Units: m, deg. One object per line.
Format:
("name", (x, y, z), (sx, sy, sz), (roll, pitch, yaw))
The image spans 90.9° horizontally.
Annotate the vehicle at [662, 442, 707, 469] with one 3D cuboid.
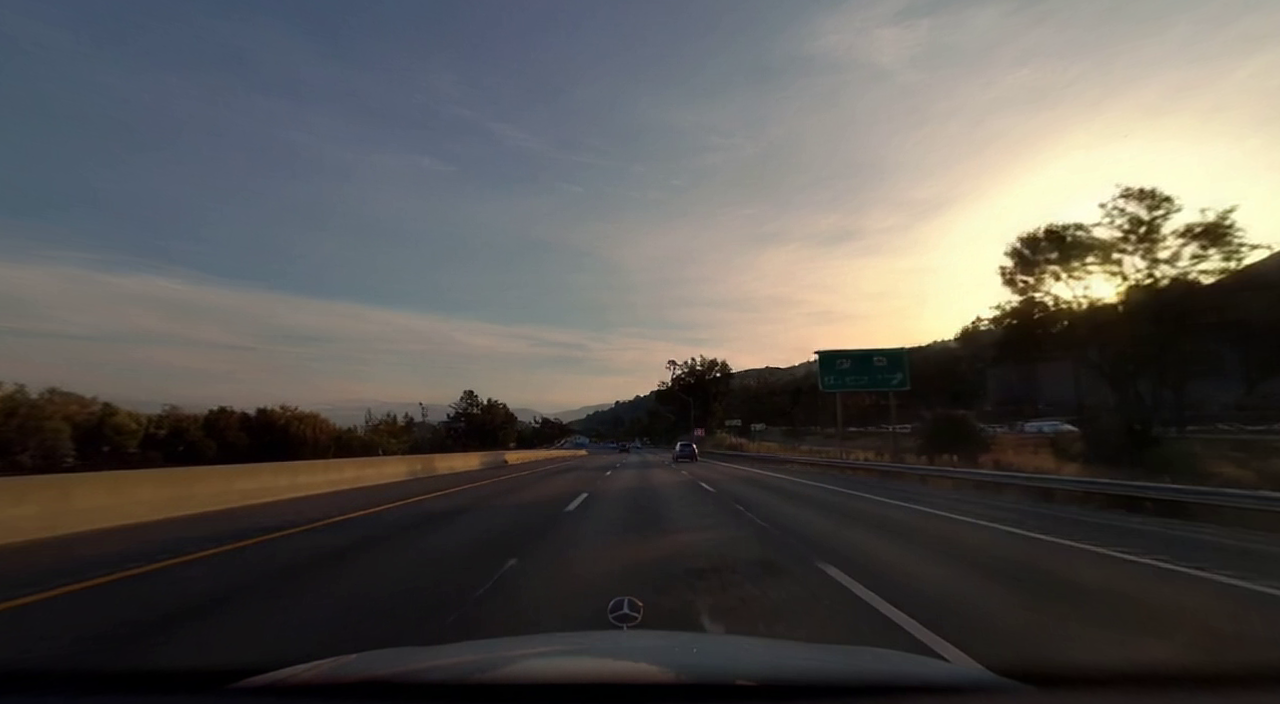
("vehicle", (2.508, 6.029, 36.936), (2.193, 1.462, 4.533), (0, -8, -1))
